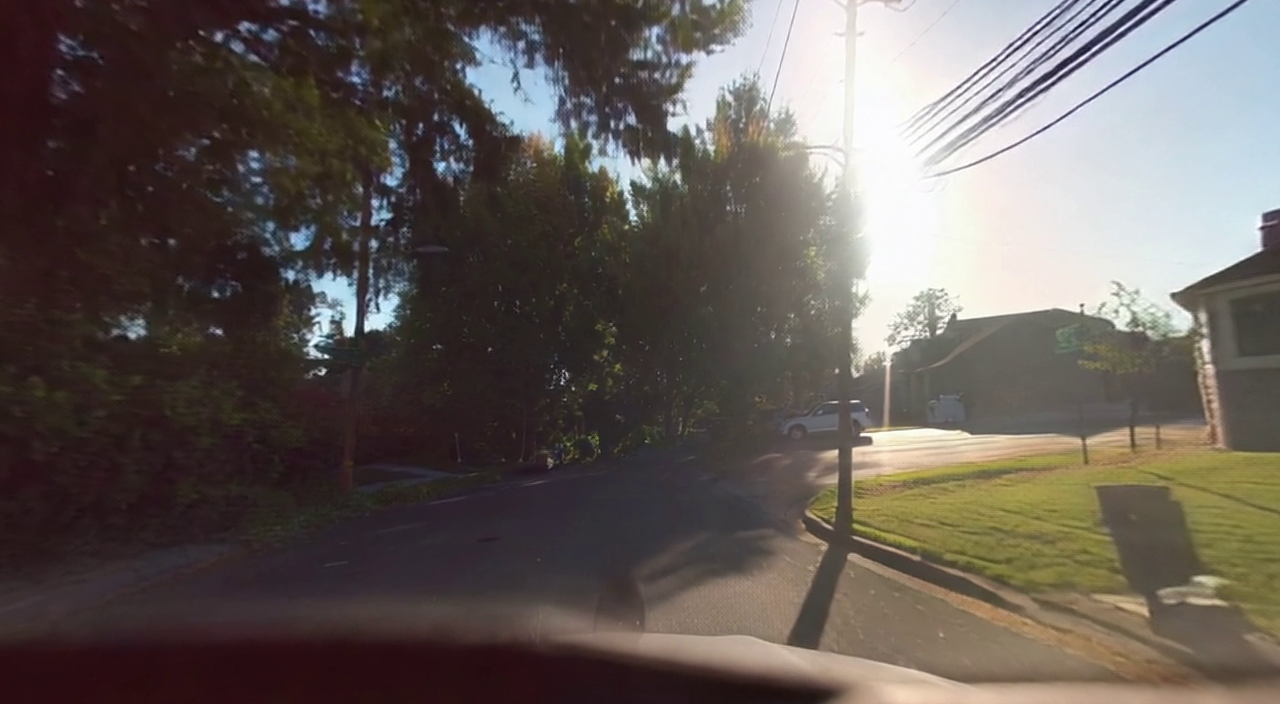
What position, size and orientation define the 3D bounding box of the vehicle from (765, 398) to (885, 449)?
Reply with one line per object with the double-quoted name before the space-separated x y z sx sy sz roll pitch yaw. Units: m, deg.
"vehicle" 7.876 3.105 26.898 4.780 1.984 1.896 4 -9 -24
